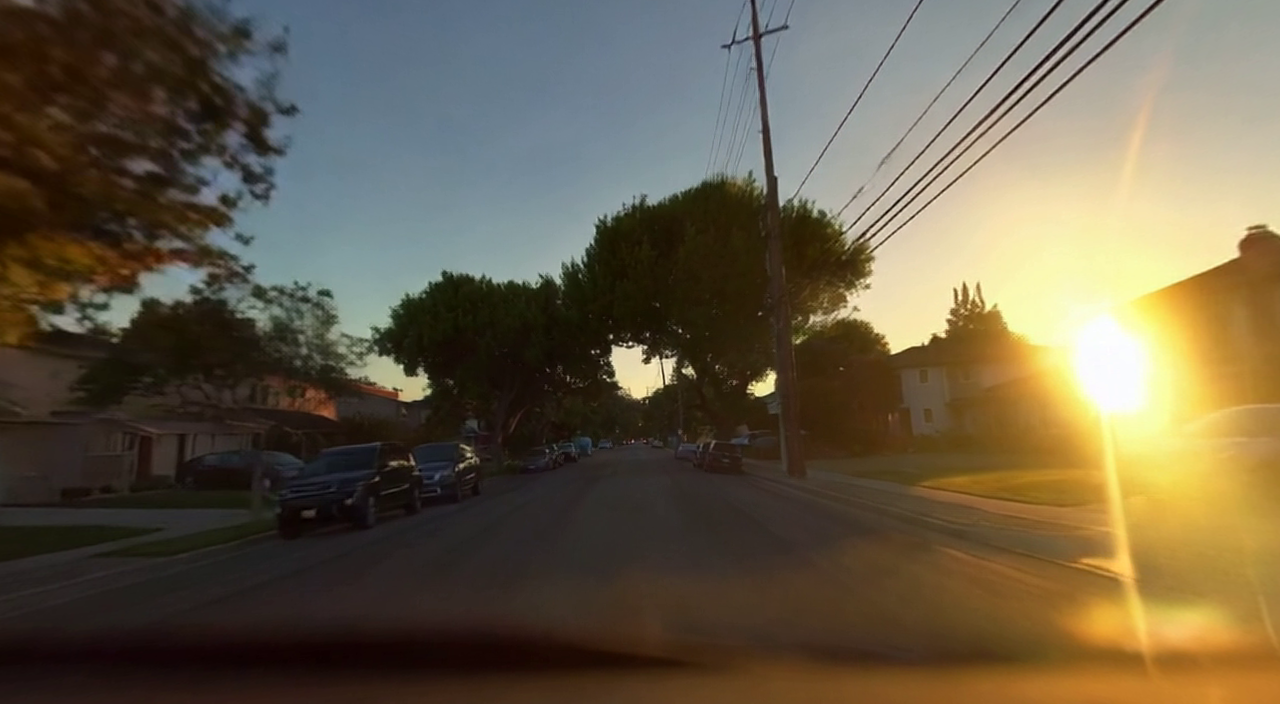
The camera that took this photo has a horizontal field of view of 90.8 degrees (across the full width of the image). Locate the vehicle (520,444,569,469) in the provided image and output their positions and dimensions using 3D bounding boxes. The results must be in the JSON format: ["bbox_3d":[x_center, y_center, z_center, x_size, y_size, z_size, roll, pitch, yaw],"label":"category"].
[{"bbox_3d":[-5.878,6.556,39.571,2.199,1.439,4.757,-1,-9,2],"label":"vehicle"}]

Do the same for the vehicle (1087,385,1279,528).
[{"bbox_3d":[9.927,1.428,9.674,4.559,1.843,2.081,-3,-6,-3],"label":"vehicle"}]

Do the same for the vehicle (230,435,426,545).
[{"bbox_3d":[-6.057,2.629,12.885,2.035,1.736,3.955,-3,-7,-1],"label":"vehicle"}]

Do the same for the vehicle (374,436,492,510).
[{"bbox_3d":[-5.894,3.448,18.542,1.989,1.756,4.378,-4,-8,0],"label":"vehicle"}]

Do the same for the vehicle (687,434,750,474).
[{"bbox_3d":[3.568,4.718,29.594,2.247,1.618,4.655,2,-8,-1],"label":"vehicle"}]
